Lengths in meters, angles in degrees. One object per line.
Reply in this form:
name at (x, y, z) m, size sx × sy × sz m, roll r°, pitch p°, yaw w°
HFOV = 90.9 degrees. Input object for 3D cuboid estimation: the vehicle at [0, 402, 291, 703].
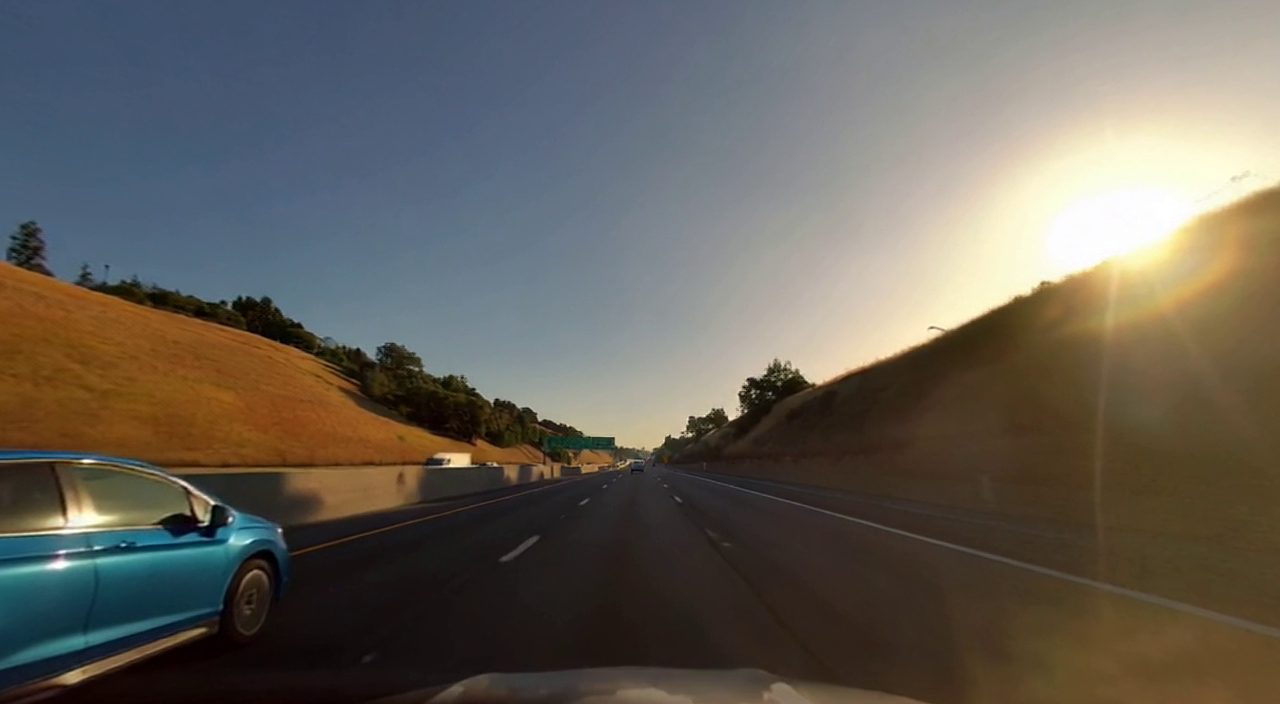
vehicle at (-3.170, 0.832, 1.631) m, size 2.016 × 1.506 × 4.387 m, roll 1°, pitch -10°, yaw -1°
